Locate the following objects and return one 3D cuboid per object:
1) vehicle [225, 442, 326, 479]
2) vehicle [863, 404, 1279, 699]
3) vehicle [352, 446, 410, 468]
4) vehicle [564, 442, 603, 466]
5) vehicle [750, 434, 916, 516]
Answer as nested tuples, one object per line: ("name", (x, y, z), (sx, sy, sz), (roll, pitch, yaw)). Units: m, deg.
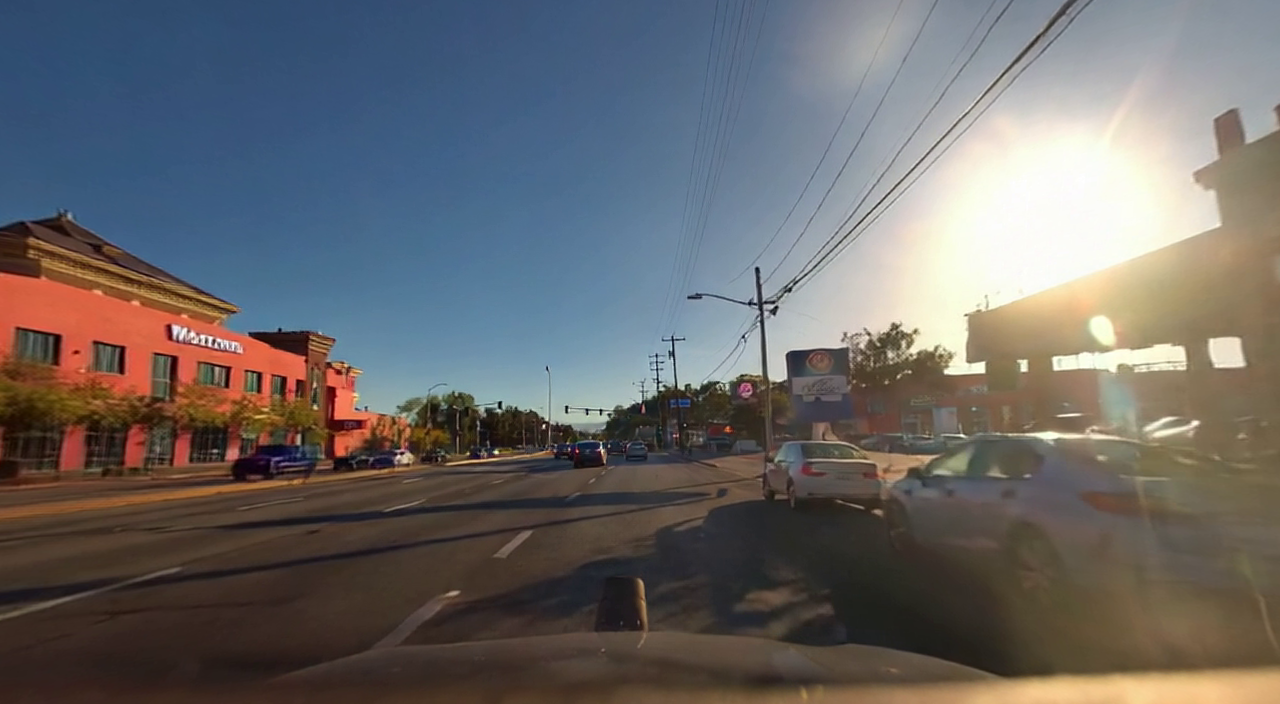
("vehicle", (-17.772, 5.310, 31.124), (2.102, 1.679, 4.690), (0, -9, 1))
("vehicle", (3.876, 1.390, 5.733), (1.922, 1.507, 4.824), (0, -9, 0))
("vehicle", (-18.586, 7.560, 45.554), (2.151, 1.495, 4.703), (0, -9, 0))
("vehicle", (-3.621, 6.658, 41.440), (2.179, 1.490, 4.742), (0, -9, 0))
("vehicle", (3.924, 2.597, 13.862), (2.085, 1.479, 4.633), (0, -9, -1))
